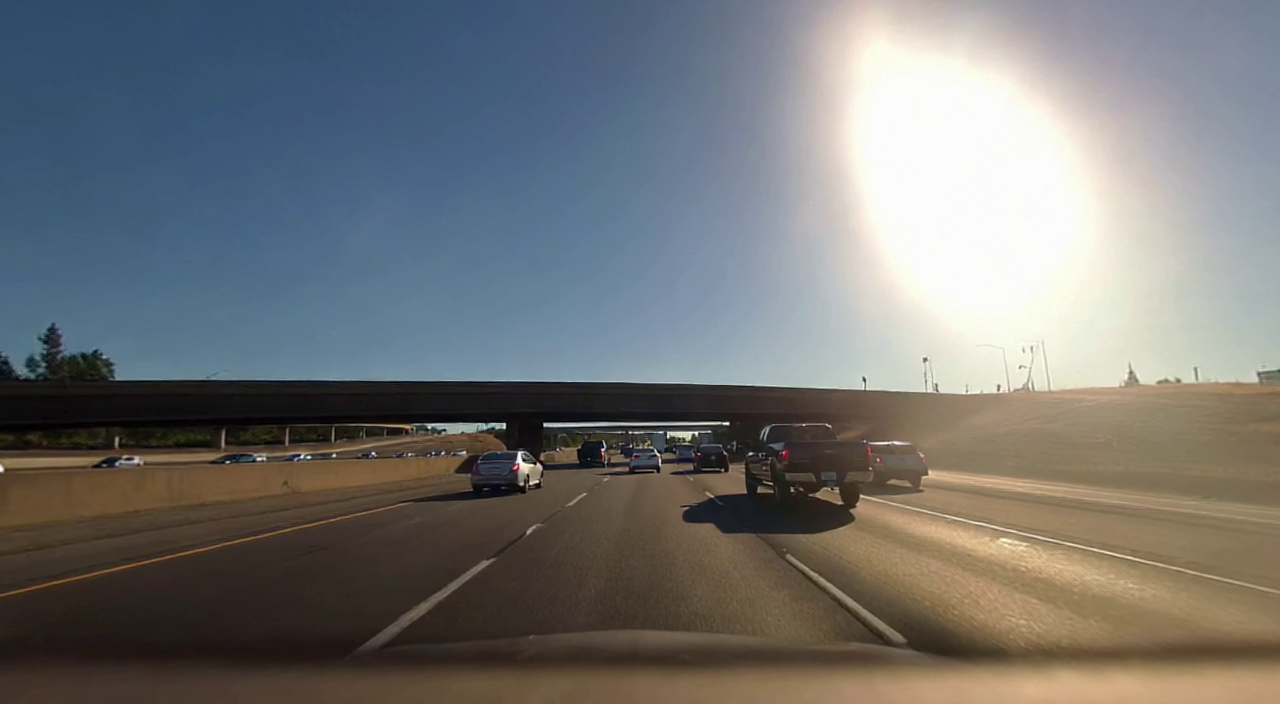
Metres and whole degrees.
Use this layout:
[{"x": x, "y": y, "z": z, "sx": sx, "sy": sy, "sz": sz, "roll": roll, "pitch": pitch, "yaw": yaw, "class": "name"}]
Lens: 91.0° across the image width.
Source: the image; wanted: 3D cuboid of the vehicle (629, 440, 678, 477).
[{"x": 0.622, "y": 4.939, "z": 29.472, "sx": 2.147, "sy": 1.572, "sz": 4.094, "roll": 0, "pitch": -9, "yaw": 1, "class": "vehicle"}]

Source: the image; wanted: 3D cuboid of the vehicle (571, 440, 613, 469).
[{"x": -3.041, "y": 6.629, "z": 40.892, "sx": 2.176, "sy": 1.783, "sz": 4.799, "roll": 0, "pitch": -9, "yaw": 1, "class": "vehicle"}]

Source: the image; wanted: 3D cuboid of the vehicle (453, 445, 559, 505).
[{"x": -3.529, "y": 3.326, "z": 17.480, "sx": 1.947, "sy": 1.424, "sz": 4.264, "roll": 0, "pitch": -9, "yaw": 1, "class": "vehicle"}]

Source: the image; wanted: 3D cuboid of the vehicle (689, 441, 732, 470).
[{"x": 4.307, "y": 6.386, "z": 39.073, "sx": 2.145, "sy": 1.636, "sz": 4.437, "roll": 0, "pitch": -9, "yaw": 0, "class": "vehicle"}]

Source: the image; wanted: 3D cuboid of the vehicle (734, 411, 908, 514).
[{"x": 3.859, "y": 2.514, "z": 14.776, "sx": 2.340, "sy": 1.925, "sz": 5.529, "roll": 1, "pitch": -9, "yaw": -1, "class": "vehicle"}]
